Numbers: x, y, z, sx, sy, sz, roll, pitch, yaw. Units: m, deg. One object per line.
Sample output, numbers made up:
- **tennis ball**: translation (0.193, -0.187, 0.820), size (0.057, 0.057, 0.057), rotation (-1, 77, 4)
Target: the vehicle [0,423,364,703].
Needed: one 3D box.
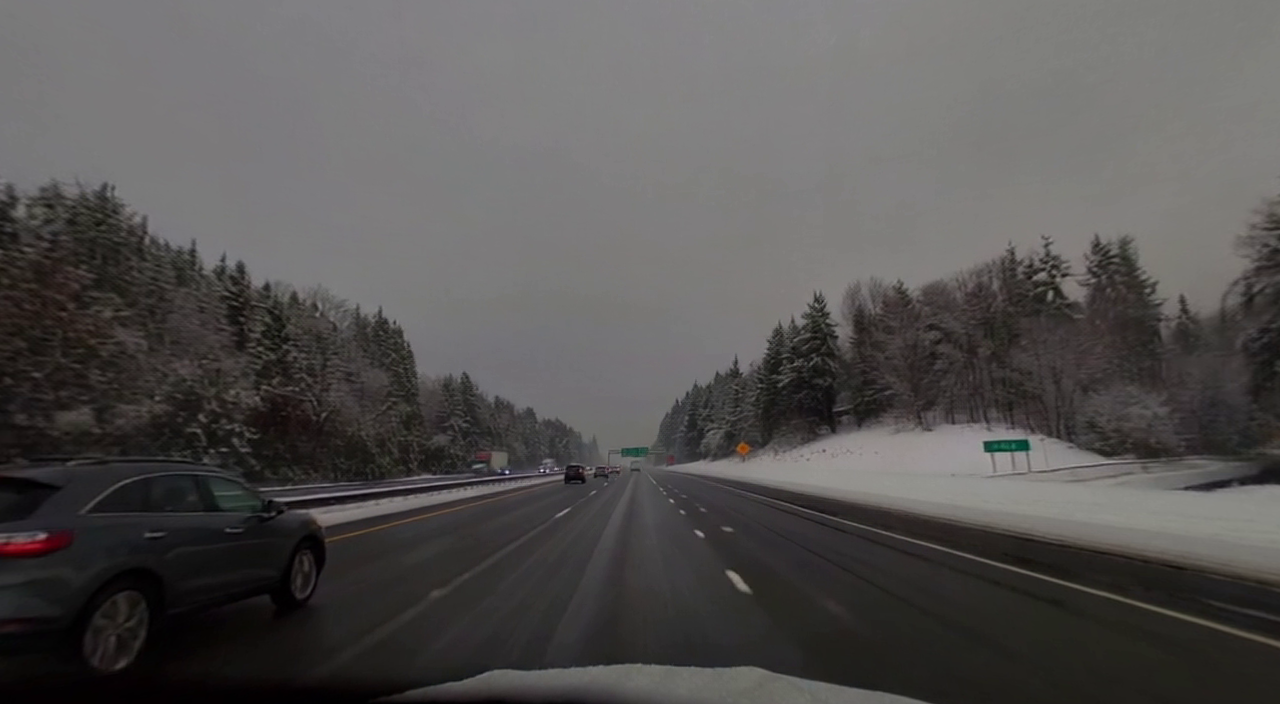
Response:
- **vehicle**: translation (-3.864, 1.284, 4.201), size (1.998, 1.427, 4.462), rotation (1, -11, 0)

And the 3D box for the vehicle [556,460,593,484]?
- **vehicle**: translation (-4.502, 8.366, 43.988), size (2.126, 1.488, 4.186), rotation (1, -11, 0)
